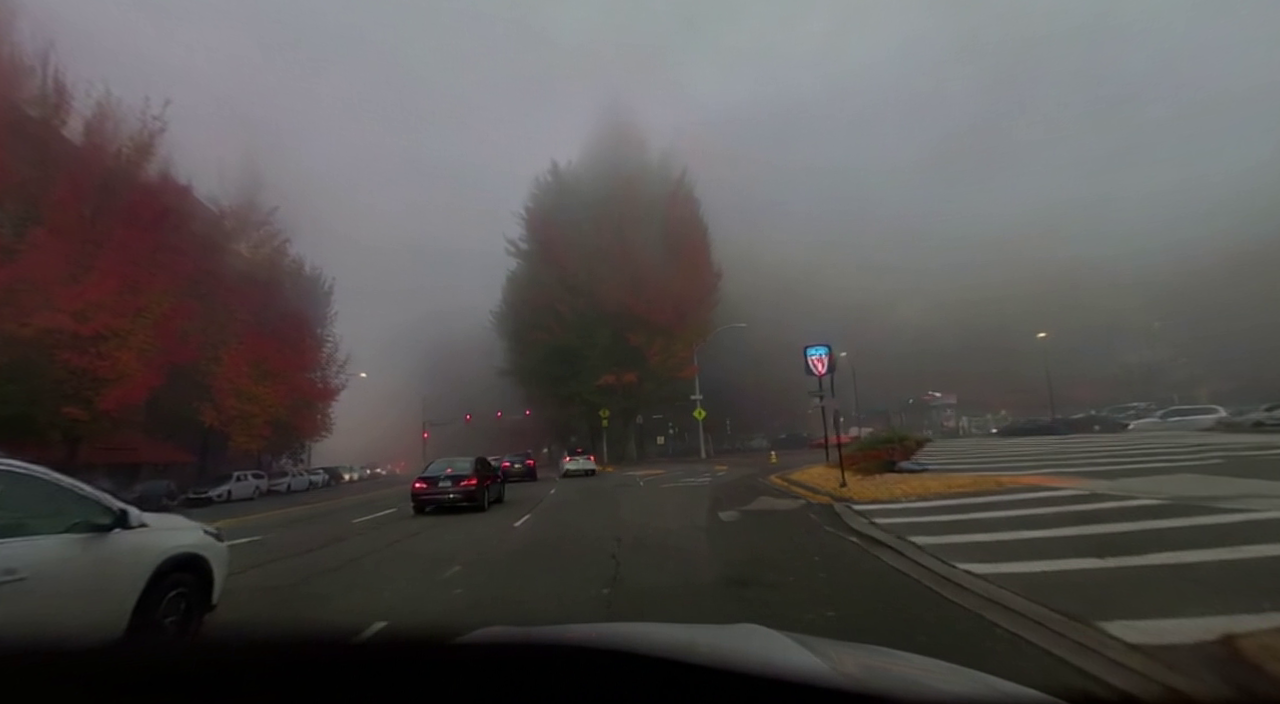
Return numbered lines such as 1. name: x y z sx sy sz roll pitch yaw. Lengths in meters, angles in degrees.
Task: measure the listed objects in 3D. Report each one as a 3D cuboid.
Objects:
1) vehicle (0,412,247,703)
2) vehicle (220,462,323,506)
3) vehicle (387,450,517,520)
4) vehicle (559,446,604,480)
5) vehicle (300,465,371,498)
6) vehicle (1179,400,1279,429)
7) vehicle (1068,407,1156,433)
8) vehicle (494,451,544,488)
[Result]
1. vehicle: -4.241 1.069 2.753 2.085 1.663 4.513 1 -9 0
2. vehicle: -15.603 5.592 26.995 2.026 1.615 4.324 1 -9 -5
3. vehicle: -4.736 3.409 16.837 2.090 1.506 5.326 1 -9 -3
4. vehicle: -3.290 6.038 34.587 2.144 1.704 4.028 2 -9 -9
5. vehicle: -16.532 7.030 34.439 1.972 1.514 4.689 2 -9 -6
6. vehicle: 41.137 4.419 43.774 5.280 1.764 2.026 -7 -12 43
7. vehicle: 33.978 4.962 45.393 4.653 1.696 2.110 -8 -12 44
8. vehicle: -5.629 5.493 29.822 1.974 1.549 4.603 2 -9 -7
